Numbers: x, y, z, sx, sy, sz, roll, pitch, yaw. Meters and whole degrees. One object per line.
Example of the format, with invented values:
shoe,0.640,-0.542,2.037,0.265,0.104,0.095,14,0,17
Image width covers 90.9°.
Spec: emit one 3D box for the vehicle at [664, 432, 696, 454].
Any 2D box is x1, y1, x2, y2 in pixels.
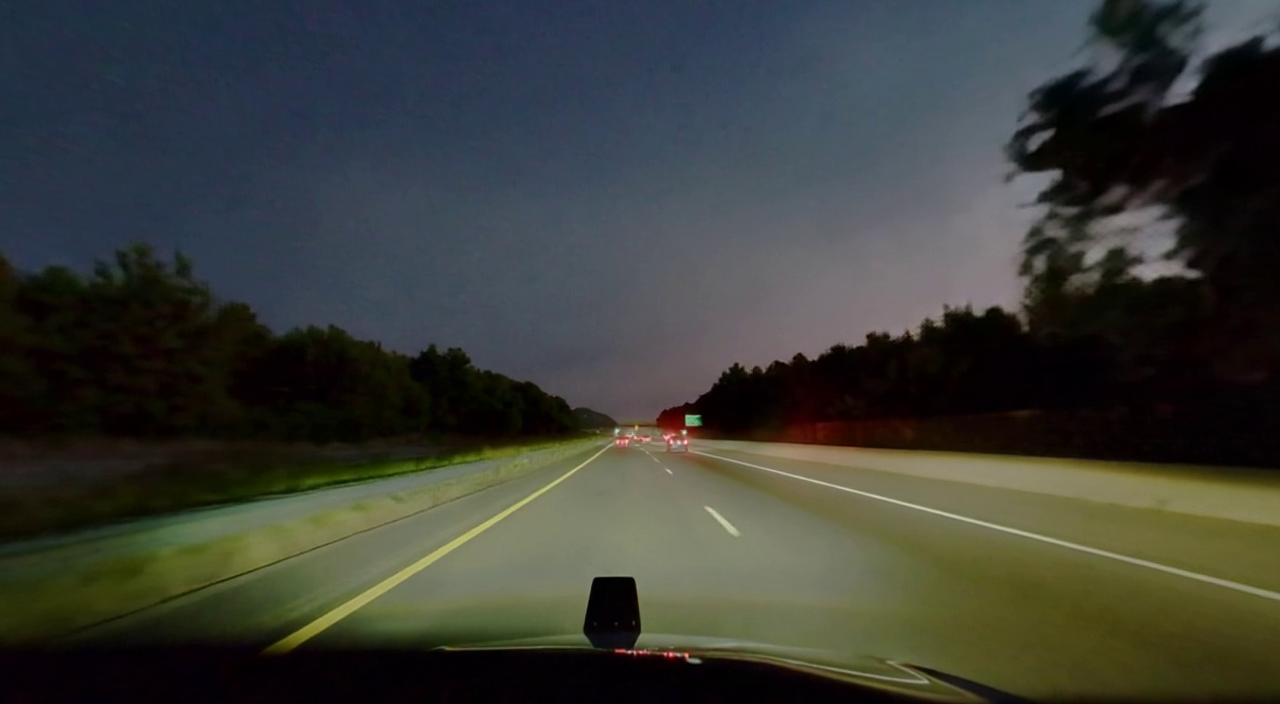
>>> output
vehicle,3.087,7.159,49.882,2.085,1.681,4.436,0,-7,-2
